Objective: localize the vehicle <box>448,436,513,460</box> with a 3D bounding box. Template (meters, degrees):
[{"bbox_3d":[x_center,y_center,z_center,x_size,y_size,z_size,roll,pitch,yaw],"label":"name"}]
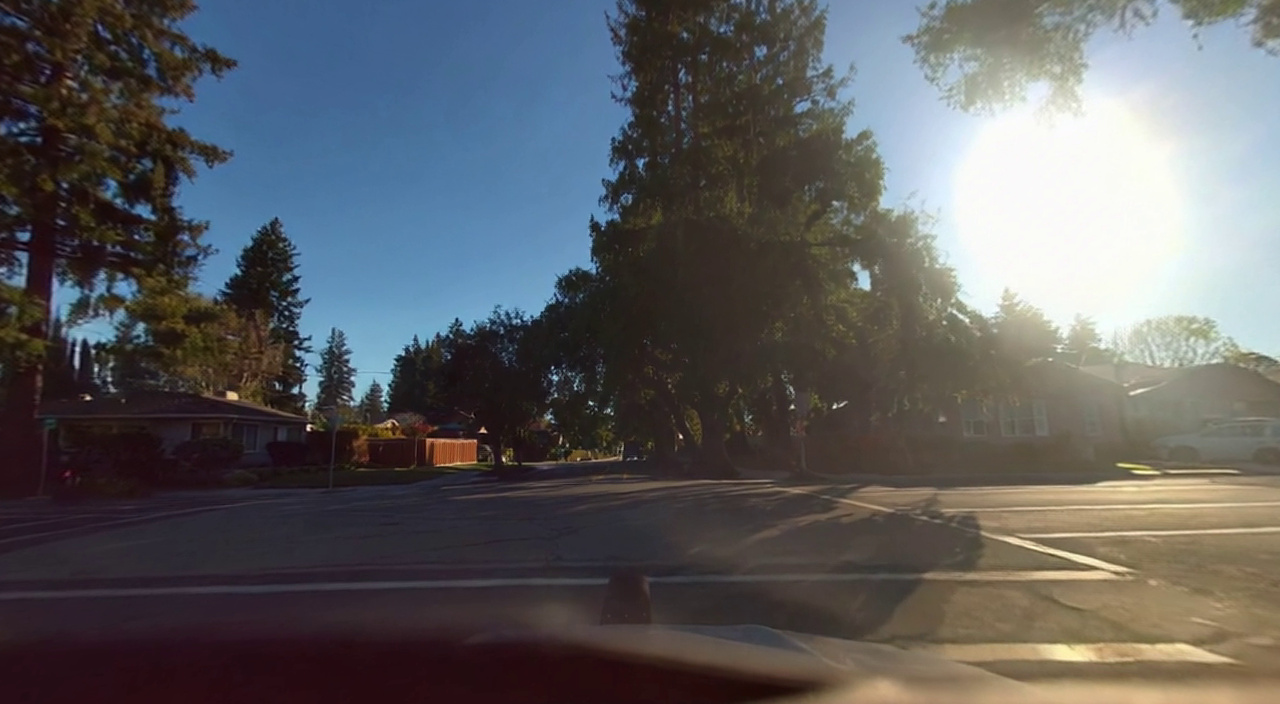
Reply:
[{"bbox_3d":[-12.601,7.588,49.918,4.622,1.782,1.836,0,-8,-1],"label":"vehicle"}]
